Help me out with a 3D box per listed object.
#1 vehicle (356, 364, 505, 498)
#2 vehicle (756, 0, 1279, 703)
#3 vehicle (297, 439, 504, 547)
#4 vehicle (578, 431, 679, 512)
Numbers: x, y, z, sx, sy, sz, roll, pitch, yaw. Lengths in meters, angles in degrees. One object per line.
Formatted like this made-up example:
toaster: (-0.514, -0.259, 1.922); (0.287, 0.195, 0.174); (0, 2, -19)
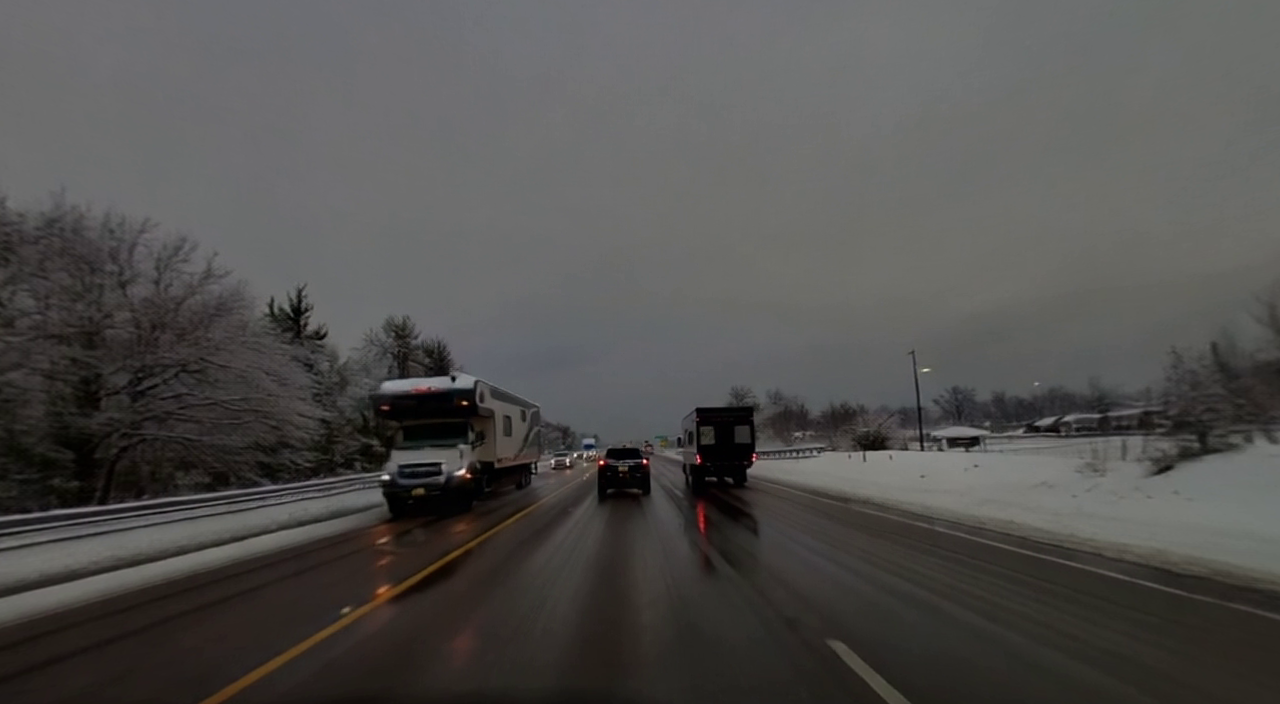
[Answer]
vehicle: (-6.910, 2.796, 21.925); (3.008, 3.987, 5.871); (0, -9, 1)
vehicle: (2.795, 0.063, 3.895); (2.934, 3.963, 5.832); (0, -9, -1)
vehicle: (-3.816, 2.301, 10.932); (1.980, 1.499, 3.944); (0, -9, 1)
vehicle: (-0.279, 2.922, 15.840); (2.201, 1.719, 4.058); (0, -9, -1)
